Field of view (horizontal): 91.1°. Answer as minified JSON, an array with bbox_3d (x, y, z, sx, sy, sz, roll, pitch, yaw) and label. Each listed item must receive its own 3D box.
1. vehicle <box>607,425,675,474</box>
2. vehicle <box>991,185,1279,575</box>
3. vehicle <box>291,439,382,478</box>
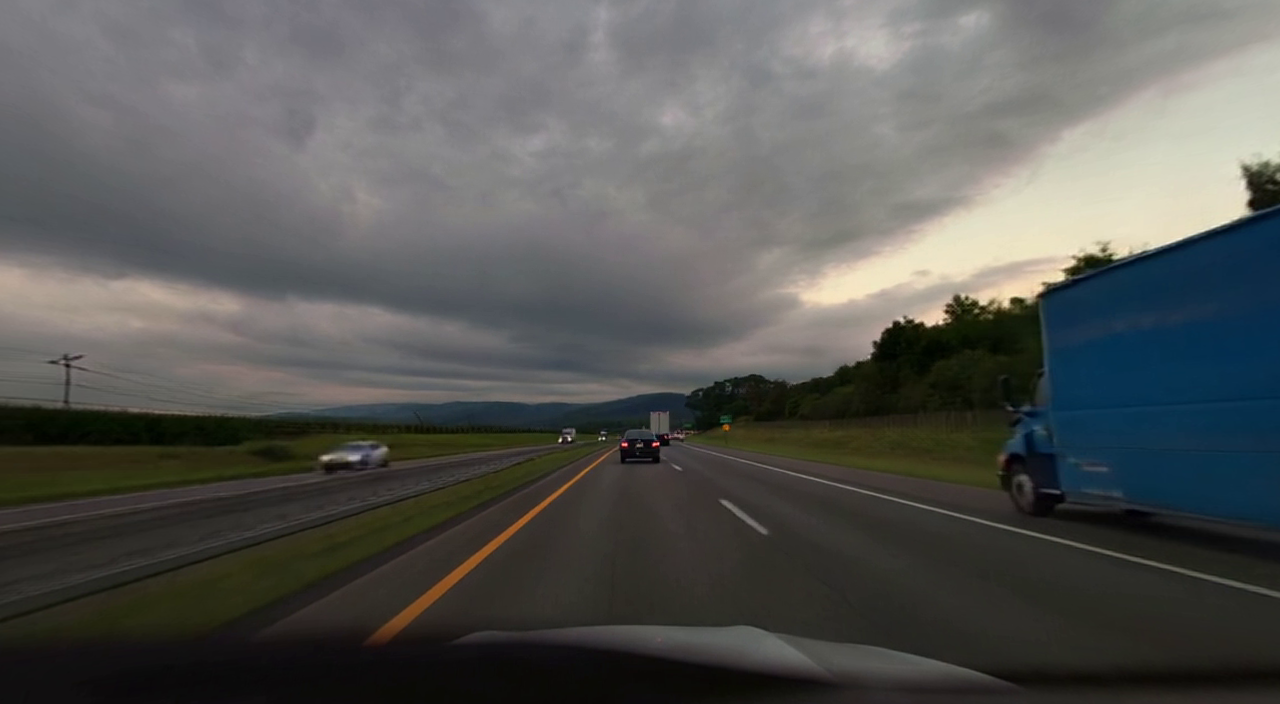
[{"bbox_3d":[-0.008,3.516,22.946,2.216,1.623,4.220,0,-8,-1],"label":"vehicle"},{"bbox_3d":[7.520,0.273,5.989,3.010,3.638,8.978,0,-8,-1],"label":"vehicle"},{"bbox_3d":[-12.335,4.310,25.824,1.847,1.468,3.854,0,-8,-1],"label":"vehicle"}]
